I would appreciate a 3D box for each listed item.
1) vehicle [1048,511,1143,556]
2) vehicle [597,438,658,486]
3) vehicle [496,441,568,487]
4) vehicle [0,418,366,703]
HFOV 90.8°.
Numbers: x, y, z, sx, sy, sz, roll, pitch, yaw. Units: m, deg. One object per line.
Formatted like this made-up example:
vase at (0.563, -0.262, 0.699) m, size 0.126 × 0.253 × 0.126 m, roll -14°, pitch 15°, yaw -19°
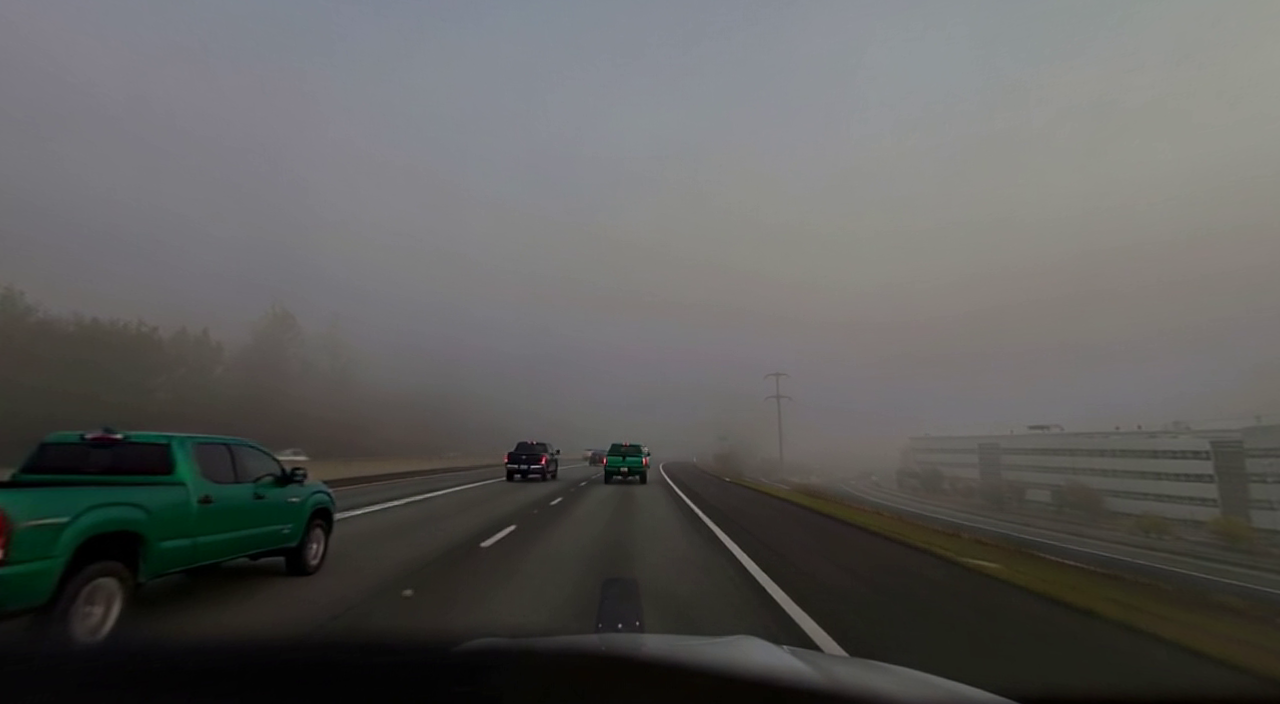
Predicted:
vehicle at (23.707, 9.440, 33.118) m, size 1.956 × 1.594 × 4.425 m, roll 0°, pitch -8°, yaw 4°
vehicle at (-0.428, 4.480, 26.080) m, size 2.293 × 1.753 × 4.380 m, roll 0°, pitch -8°, yaw 1°
vehicle at (-4.352, 4.575, 26.282) m, size 2.038 × 1.704 × 5.181 m, roll 0°, pitch -8°, yaw 1°
vehicle at (-4.150, 1.352, 5.050) m, size 1.936 × 1.470 × 4.402 m, roll 0°, pitch -8°, yaw 0°
